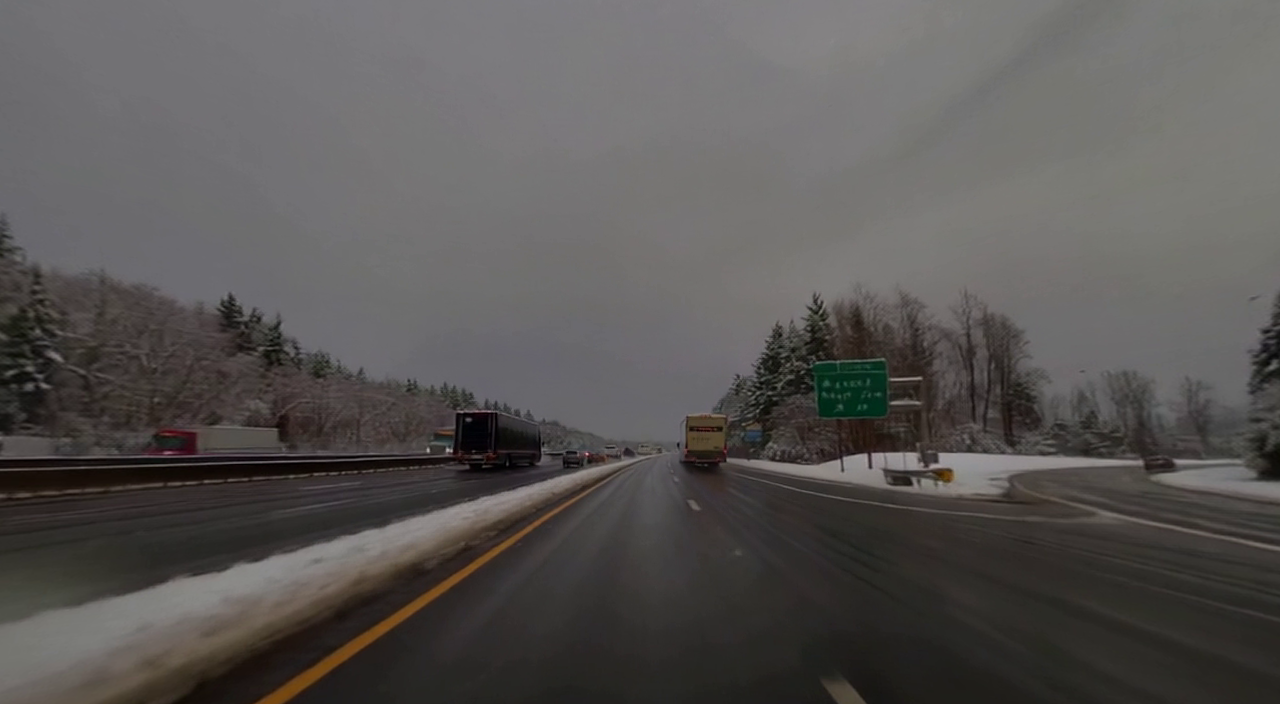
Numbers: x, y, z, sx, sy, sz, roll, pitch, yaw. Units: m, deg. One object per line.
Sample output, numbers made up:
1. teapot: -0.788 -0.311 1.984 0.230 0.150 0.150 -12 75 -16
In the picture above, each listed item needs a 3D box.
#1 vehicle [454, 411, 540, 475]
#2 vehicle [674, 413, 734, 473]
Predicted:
1. vehicle: -10.197 6.873 47.249 2.891 4.062 14.230 0 -9 1
2. vehicle: 4.280 6.608 45.433 2.928 3.595 13.975 0 -9 0
